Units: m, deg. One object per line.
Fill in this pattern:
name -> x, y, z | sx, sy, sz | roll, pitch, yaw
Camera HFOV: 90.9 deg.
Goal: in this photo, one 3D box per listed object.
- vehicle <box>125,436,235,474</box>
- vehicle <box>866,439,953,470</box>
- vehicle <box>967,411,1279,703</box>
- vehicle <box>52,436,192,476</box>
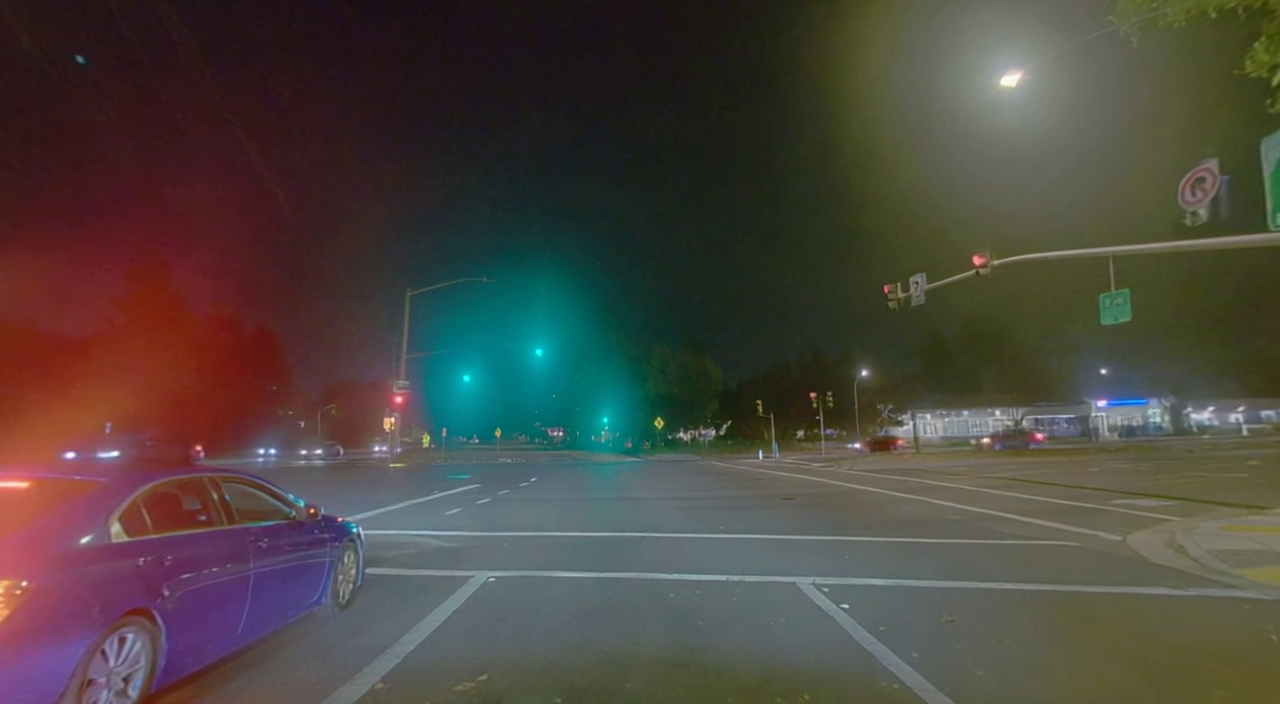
vehicle -> -23.075, 5.165, 31.919 | 2.111, 1.742, 4.757 | 0, -8, -3
vehicle -> 14.219, 5.369, 33.134 | 4.703, 1.492, 1.930 | 6, -10, -35
vehicle -> 4.104, 1.086, 3.413 | 1.940, 1.487, 4.562 | 0, -8, -5
vehicle -> -27.114, 5.452, 33.430 | 2.233, 1.889, 6.305 | 0, -8, -2
